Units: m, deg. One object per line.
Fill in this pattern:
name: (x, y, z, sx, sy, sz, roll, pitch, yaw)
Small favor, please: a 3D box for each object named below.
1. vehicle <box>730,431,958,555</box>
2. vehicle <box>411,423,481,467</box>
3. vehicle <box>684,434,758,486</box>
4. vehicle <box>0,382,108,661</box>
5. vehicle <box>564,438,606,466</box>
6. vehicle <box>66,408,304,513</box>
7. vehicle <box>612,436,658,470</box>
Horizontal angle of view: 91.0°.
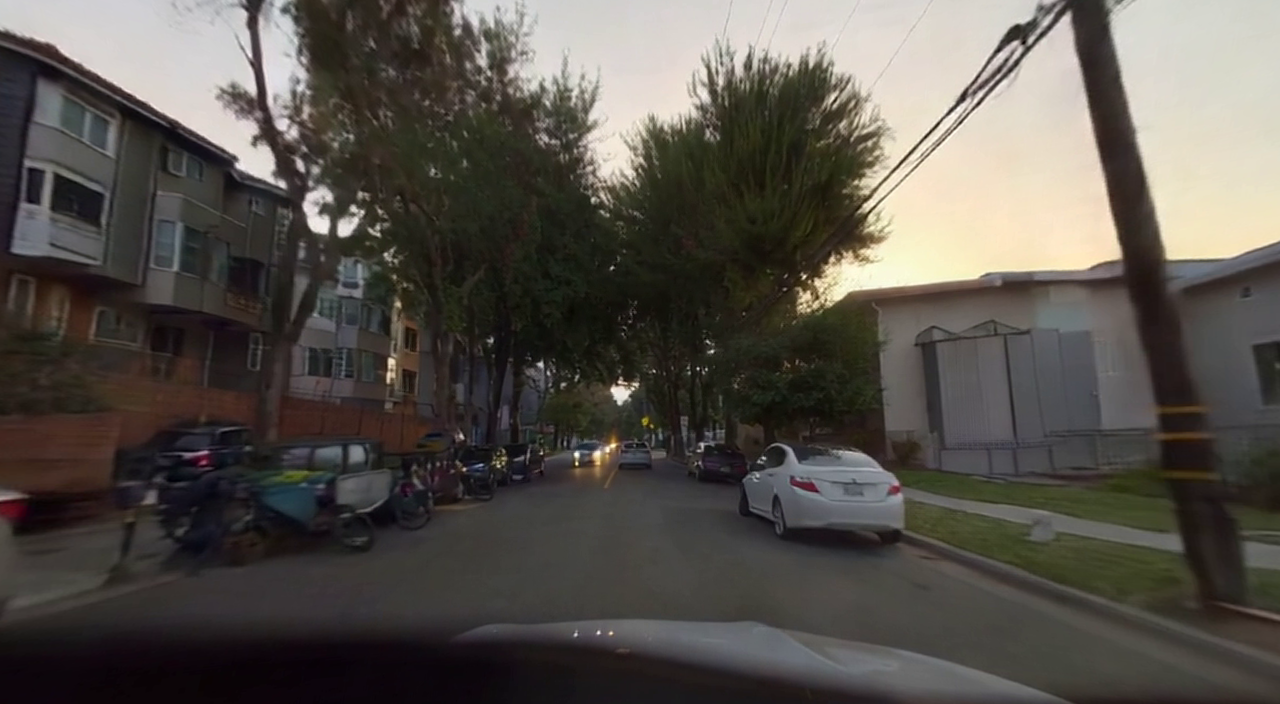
vehicle: (2.836, 2.057, 9.959, 2.086, 1.498, 4.280, 1, -8, -1)
vehicle: (-8.902, 4.255, 29.320, 2.010, 1.747, 4.266, 0, -5, -1)
vehicle: (2.602, 3.589, 21.204, 1.861, 1.558, 3.823, 1, -8, -2)
vehicle: (-4.540, 0.863, 2.374, 1.911, 1.573, 3.637, 2, -4, -1)
vehicle: (-3.002, 5.602, 35.452, 1.955, 1.463, 4.323, 0, -8, 0)
vehicle: (-8.701, 2.001, 12.573, 1.845, 1.687, 4.009, 0, -4, -2)
vehicle: (-0.268, 4.841, 30.327, 2.095, 1.510, 3.605, 0, -8, -1)
